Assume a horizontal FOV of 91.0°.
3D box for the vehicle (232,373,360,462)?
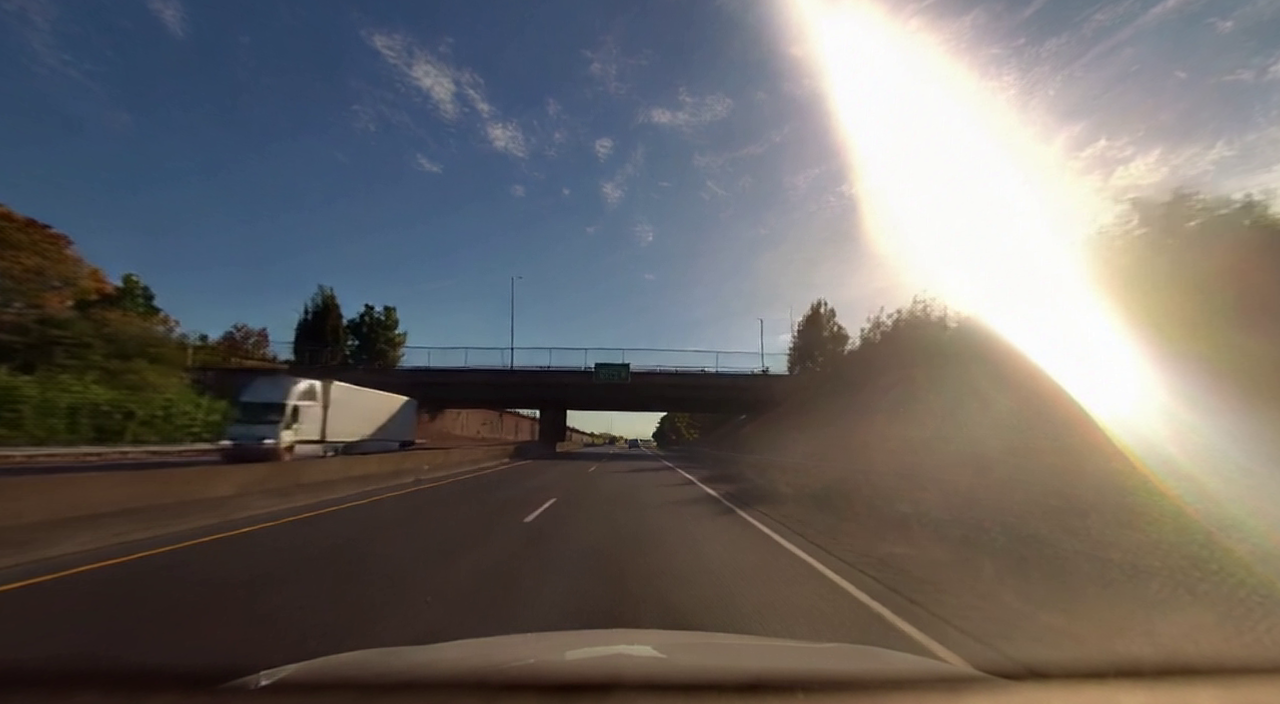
[{"bbox_3d":[-16.955,3.381,31.635,3.020,4.024,5.914,0,-8,-1],"label":"vehicle"}]
